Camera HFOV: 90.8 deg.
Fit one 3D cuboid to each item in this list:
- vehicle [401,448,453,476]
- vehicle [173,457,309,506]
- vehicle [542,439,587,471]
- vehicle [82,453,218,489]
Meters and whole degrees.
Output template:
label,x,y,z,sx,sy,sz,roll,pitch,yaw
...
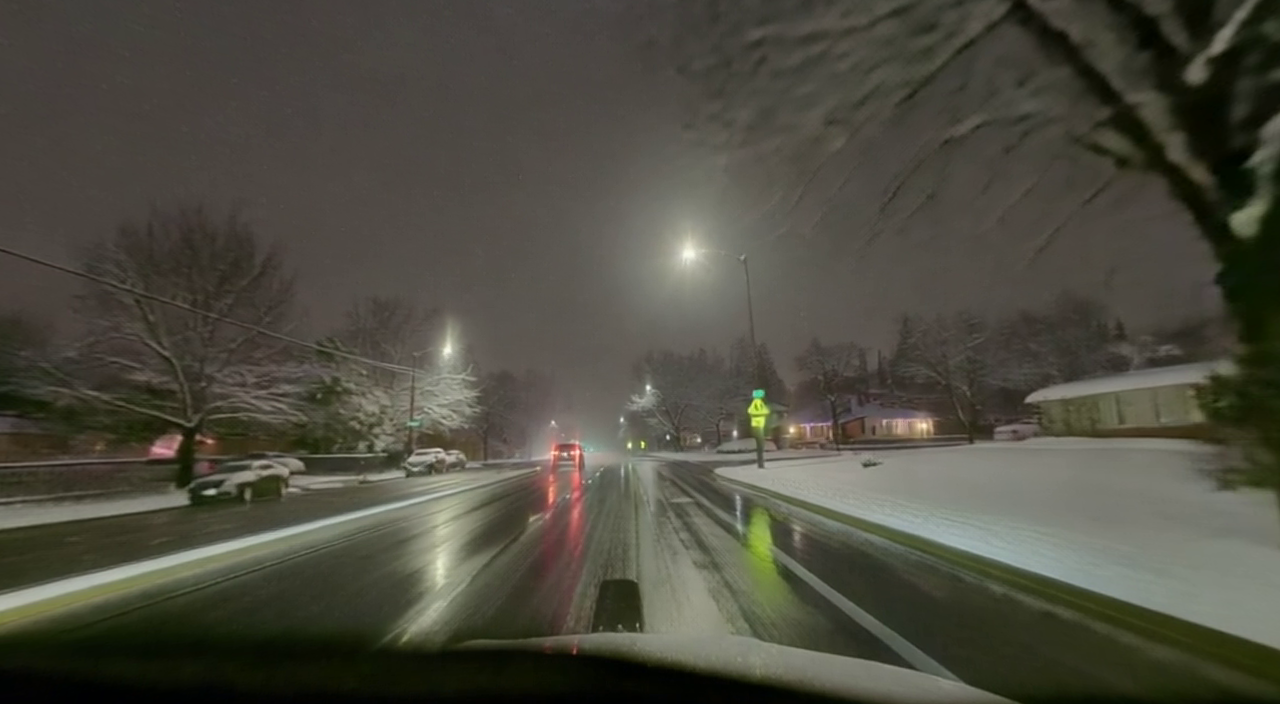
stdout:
label,x,y,z,sx,sy,sz,roll,pitch,yaw
vehicle,-14.541,7.529,43.378,1.966,1.760,4.604,0,-8,-1
vehicle,-14.277,4.638,23.022,1.900,1.494,4.730,0,-8,-1
vehicle,-4.338,5.993,36.998,2.135,1.731,4.232,0,-8,-1
vehicle,-21.724,5.261,28.114,4.669,1.464,1.879,-1,-8,5
